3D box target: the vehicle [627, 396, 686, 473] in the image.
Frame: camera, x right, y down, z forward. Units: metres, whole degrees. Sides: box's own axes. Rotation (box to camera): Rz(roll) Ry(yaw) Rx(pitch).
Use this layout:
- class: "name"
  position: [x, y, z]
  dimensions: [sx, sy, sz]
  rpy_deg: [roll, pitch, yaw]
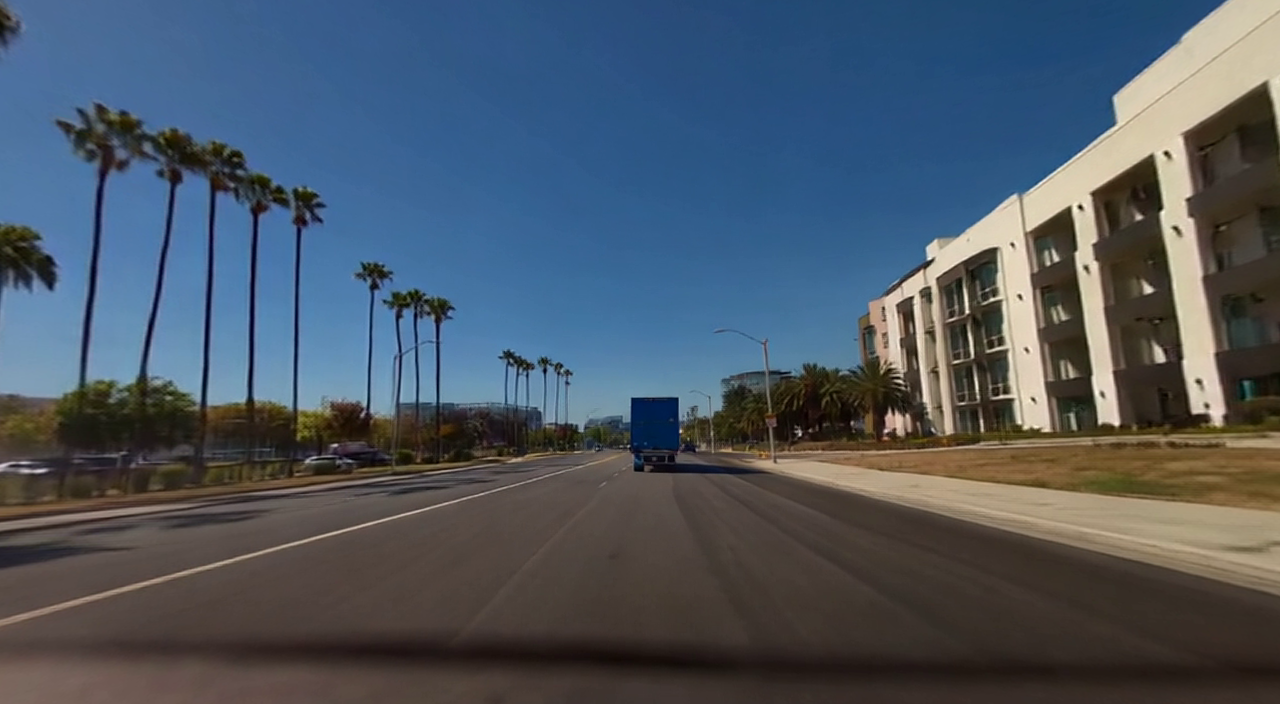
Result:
- class: "vehicle"
  position: [0.740, 5.135, 38.254]
  dimensions: [2.992, 3.949, 11.815]
  rpy_deg: [0, -9, -1]

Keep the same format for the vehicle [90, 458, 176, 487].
- class: "vehicle"
  position: [-33.539, 7.957, 41.588]
  dimensions: [4.128, 1.603, 1.853]
  rpy_deg: [-3, -9, 1]

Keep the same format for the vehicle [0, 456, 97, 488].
- class: "vehicle"
  position: [-39.090, 7.872, 41.248]
  dimensions: [4.931, 1.941, 1.888]
  rpy_deg: [0, -8, 0]

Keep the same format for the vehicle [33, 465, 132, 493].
- class: "vehicle"
  position: [-34.207, 7.771, 38.574]
  dimensions: [4.296, 1.513, 1.825]
  rpy_deg: [0, -7, 1]
